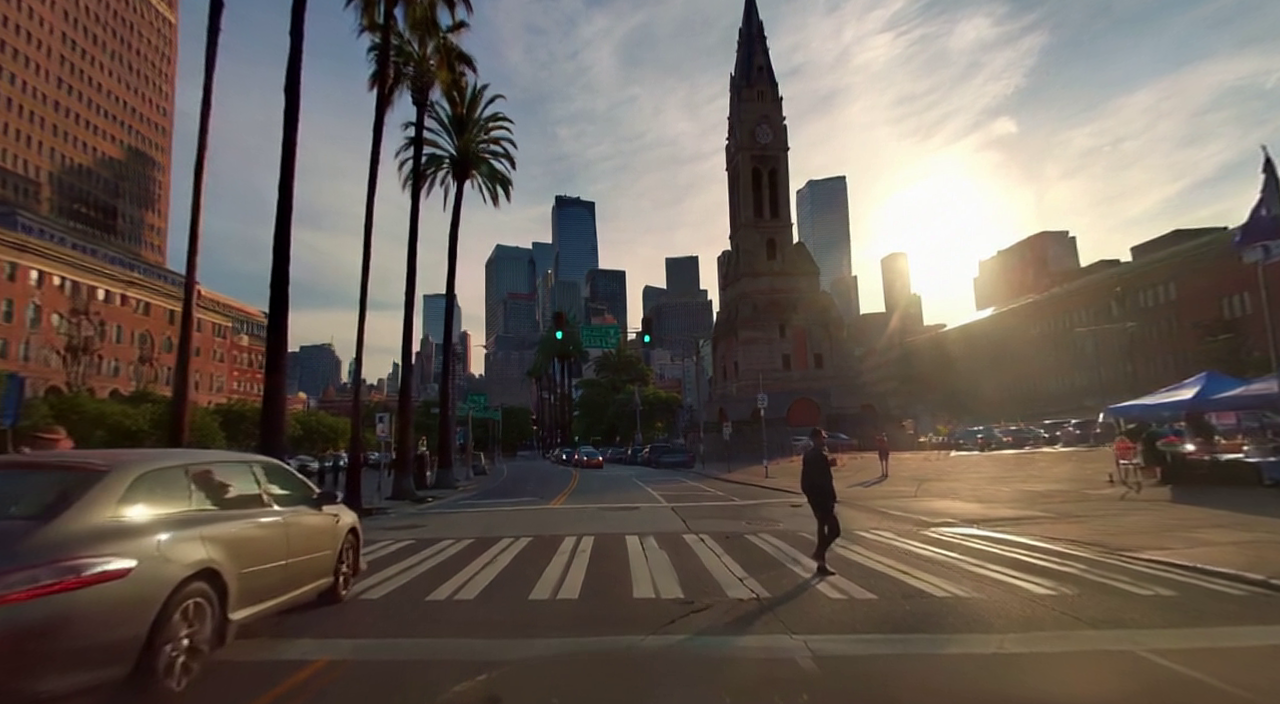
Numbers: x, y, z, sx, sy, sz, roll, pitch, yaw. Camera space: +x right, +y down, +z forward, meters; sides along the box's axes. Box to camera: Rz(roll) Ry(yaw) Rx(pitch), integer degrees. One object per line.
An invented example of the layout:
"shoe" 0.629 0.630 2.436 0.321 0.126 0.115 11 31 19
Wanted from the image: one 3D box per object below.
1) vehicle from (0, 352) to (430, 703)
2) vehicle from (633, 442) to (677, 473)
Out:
"vehicle" -3.298 1.175 4.565 1.948 1.674 4.668 0 -9 0
"vehicle" 1.001 7.644 45.945 2.322 2.071 5.366 1 -9 -9
